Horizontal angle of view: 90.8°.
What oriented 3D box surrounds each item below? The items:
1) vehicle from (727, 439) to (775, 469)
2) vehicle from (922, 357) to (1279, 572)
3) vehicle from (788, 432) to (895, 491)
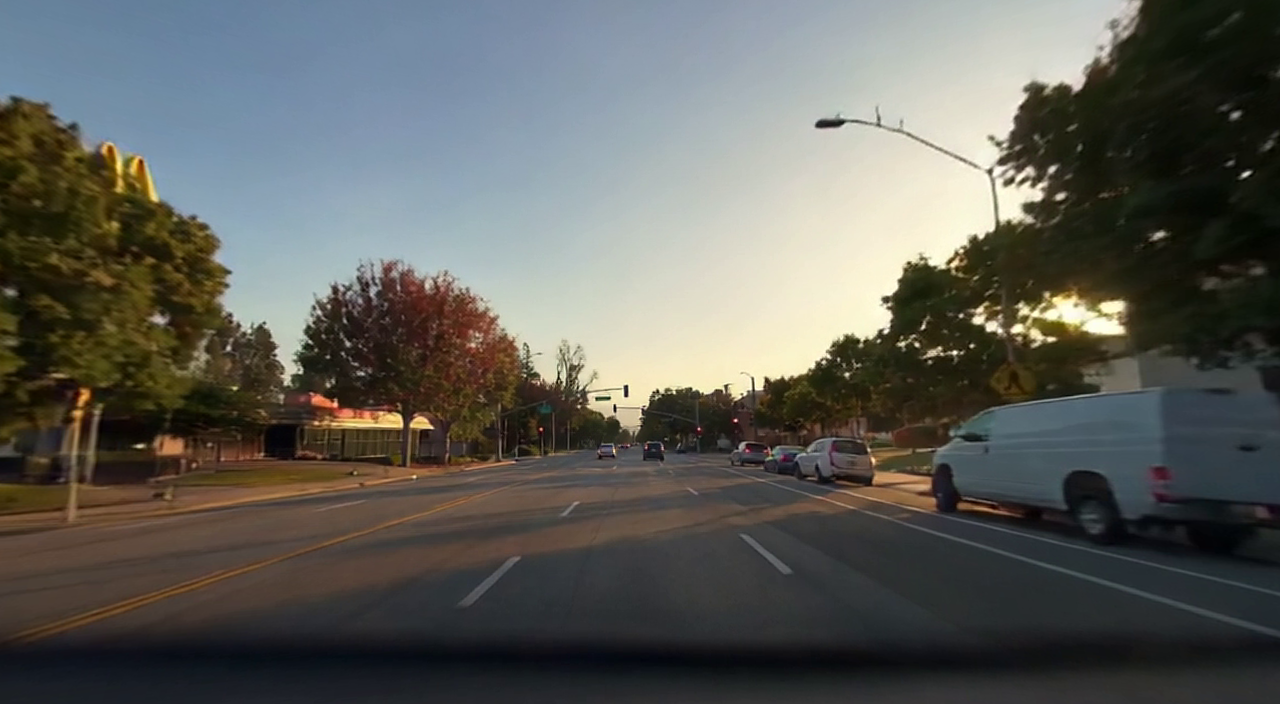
[{"bbox_3d":[7.078,6.572,40.864,2.132,1.793,5.003,0,-8,-1],"label":"vehicle"},{"bbox_3d":[7.173,1.701,10.217,2.323,2.433,5.901,0,-8,-1],"label":"vehicle"},{"bbox_3d":[7.082,3.902,22.841,2.088,1.848,4.936,-1,-9,-2],"label":"vehicle"}]
